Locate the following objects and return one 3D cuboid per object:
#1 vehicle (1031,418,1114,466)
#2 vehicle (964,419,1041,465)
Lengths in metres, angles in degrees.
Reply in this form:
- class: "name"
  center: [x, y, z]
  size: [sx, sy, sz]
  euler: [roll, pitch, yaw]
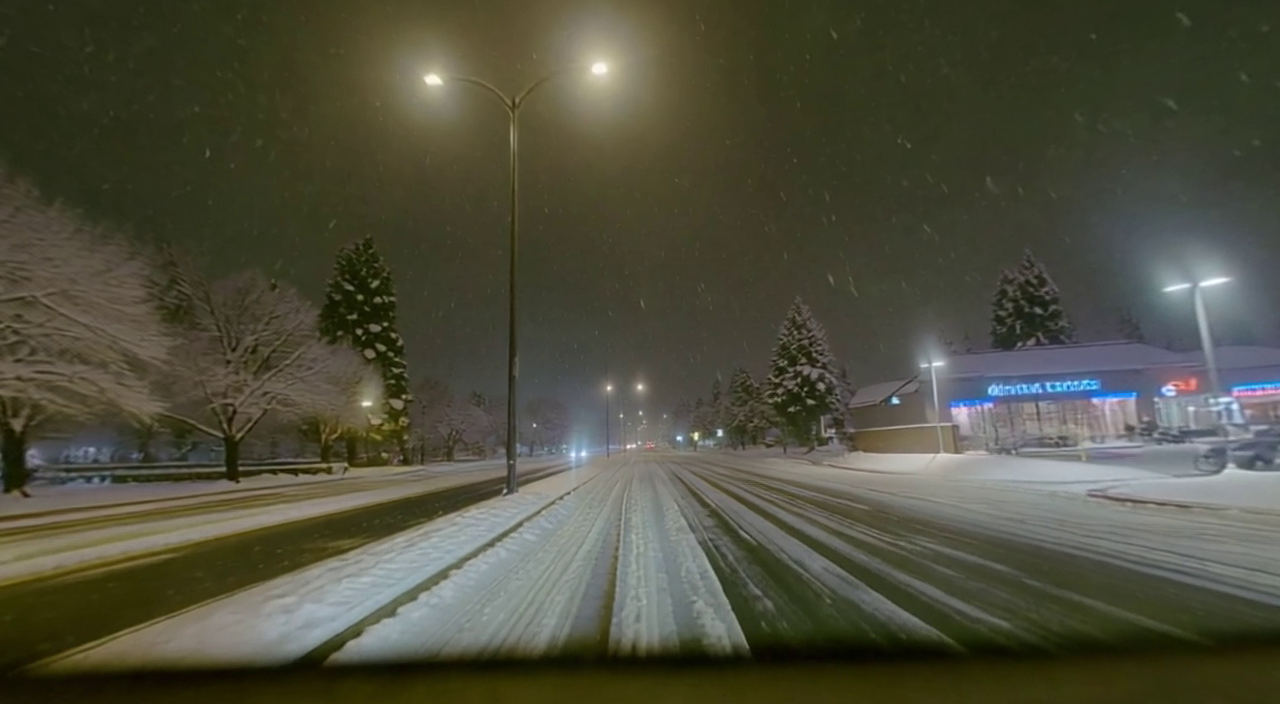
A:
- class: "vehicle"
  center: [21.822, 4.521, 32.049]
  size: [2.240, 2.095, 5.149]
  euler: [-6, -7, 22]
- class: "vehicle"
  center: [17.874, 4.485, 31.407]
  size: [2.425, 2.043, 5.455]
  euler: [-4, -9, 21]
